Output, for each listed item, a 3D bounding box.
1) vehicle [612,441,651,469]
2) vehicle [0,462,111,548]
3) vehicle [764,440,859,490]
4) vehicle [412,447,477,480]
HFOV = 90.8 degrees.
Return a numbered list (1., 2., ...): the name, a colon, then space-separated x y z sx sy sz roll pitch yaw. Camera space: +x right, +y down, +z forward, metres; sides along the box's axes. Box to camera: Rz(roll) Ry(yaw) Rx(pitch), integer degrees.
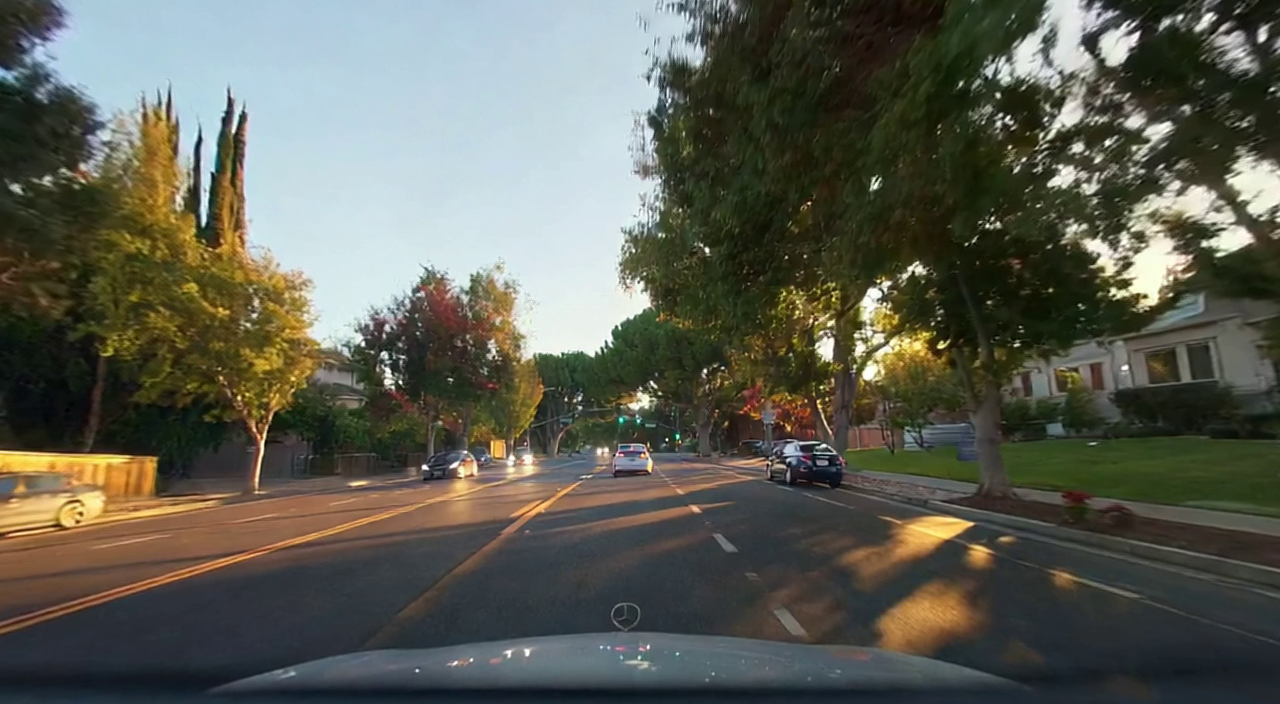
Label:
1. vehicle: -0.498 5.830 35.801 2.104 1.462 3.991 0 -9 -1
2. vehicle: -12.652 2.858 11.488 1.926 1.543 4.959 -4 -10 -2
3. vehicle: 5.716 3.819 21.656 1.926 1.555 4.106 1 -9 -3
4. vehicle: -9.911 5.683 32.377 1.992 1.547 4.292 0 -9 0
